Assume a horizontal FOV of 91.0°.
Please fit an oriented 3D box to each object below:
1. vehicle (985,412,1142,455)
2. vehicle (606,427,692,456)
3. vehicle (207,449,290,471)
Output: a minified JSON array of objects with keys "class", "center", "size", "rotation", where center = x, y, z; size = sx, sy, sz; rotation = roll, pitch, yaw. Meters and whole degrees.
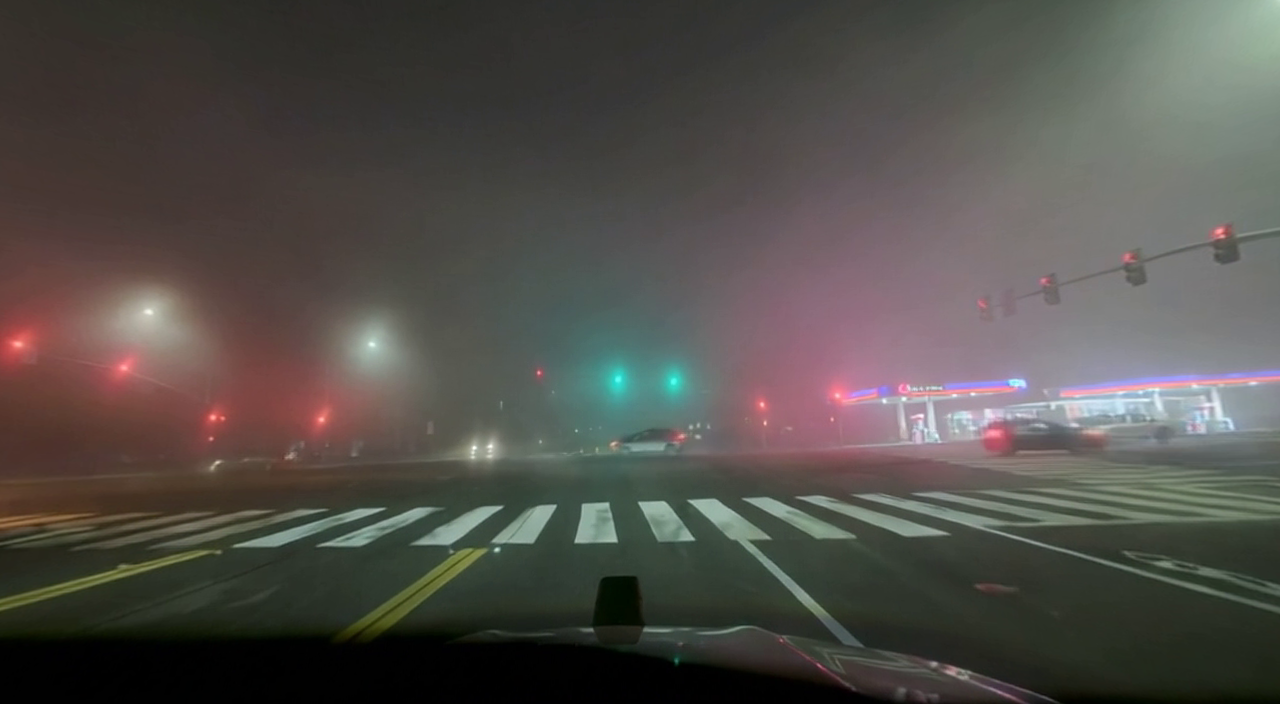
[{"class":"vehicle","center":[16.708,3.270,25.046],"size":[4.775,1.466,1.850],"rotation":[-2,-8,4]},{"class":"vehicle","center":[0.638,6.191,43.530],"size":[5.789,1.893,2.169],"rotation":[-1,-8,4]},{"class":"vehicle","center":[-27.862,7.654,44.850],"size":[4.737,1.479,1.831],"rotation":[-1,-8,4]}]
